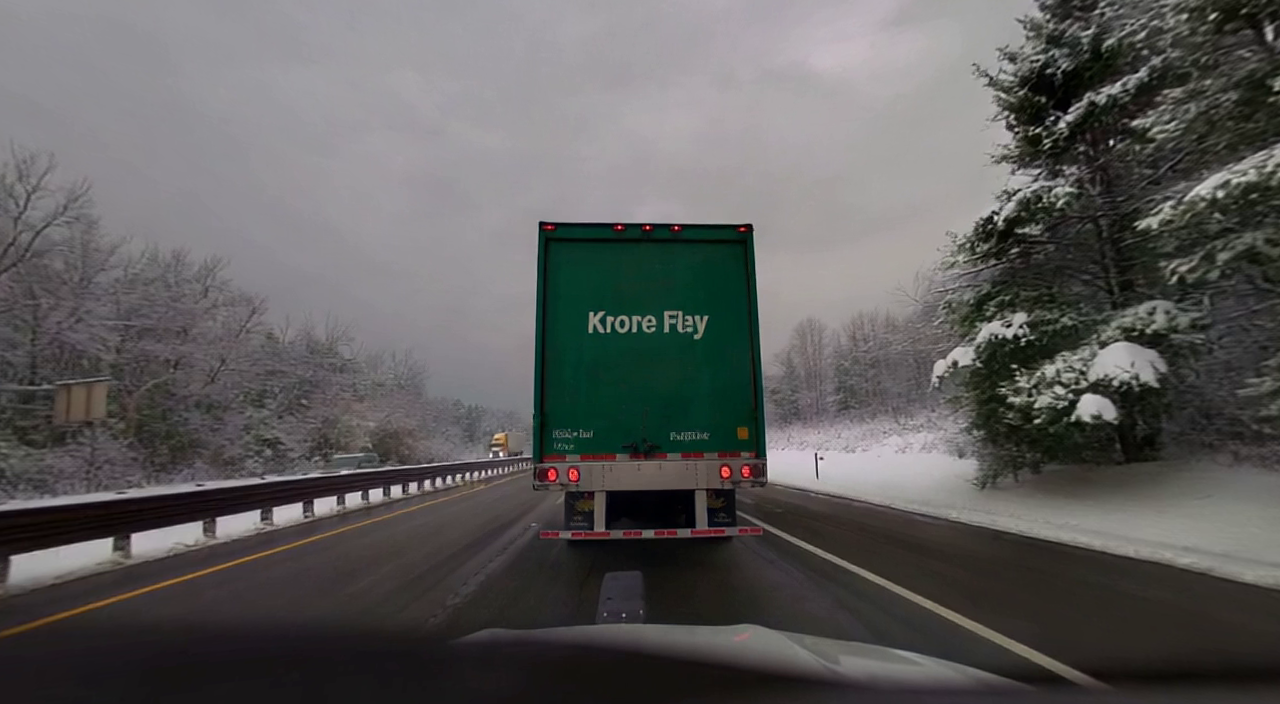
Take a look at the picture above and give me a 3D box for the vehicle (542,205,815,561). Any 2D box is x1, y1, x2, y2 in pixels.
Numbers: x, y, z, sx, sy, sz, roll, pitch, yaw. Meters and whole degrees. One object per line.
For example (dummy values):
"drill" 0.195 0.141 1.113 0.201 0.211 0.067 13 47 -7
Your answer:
"vehicle" 0.229 1.425 14.868 3.230 4.377 14.405 0 -9 -2

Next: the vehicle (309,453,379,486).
"vehicle" -13.449 5.338 28.828 1.676 1.390 3.433 0 -9 -4
